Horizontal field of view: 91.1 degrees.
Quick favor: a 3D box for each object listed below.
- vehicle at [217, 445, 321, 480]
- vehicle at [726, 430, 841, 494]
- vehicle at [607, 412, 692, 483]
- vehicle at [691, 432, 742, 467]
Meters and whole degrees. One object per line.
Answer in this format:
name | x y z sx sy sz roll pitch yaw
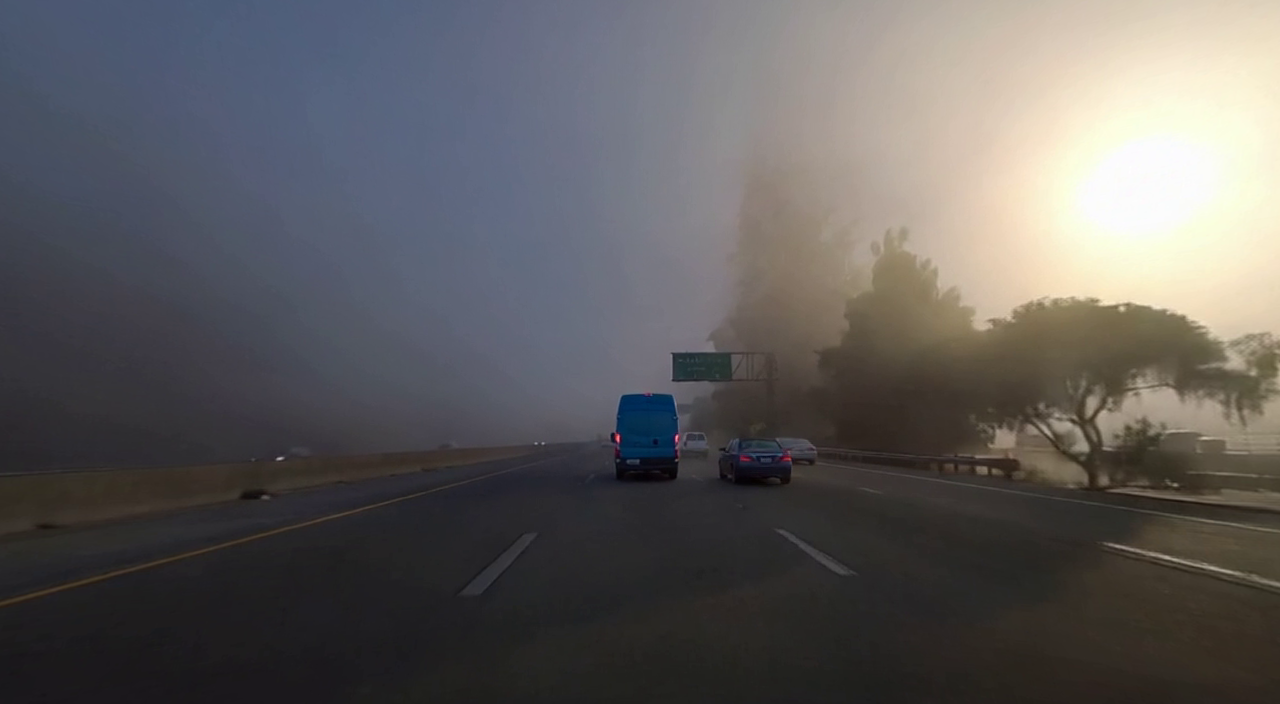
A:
vehicle | -17.095 5.095 29.212 2.068 1.479 4.511 0 -8 0
vehicle | 3.679 2.894 16.883 2.099 1.510 3.784 0 -8 -1
vehicle | 0.208 3.253 21.535 2.546 2.087 5.404 0 -8 -2
vehicle | 3.937 5.102 32.989 2.019 1.662 3.977 0 -8 -2
